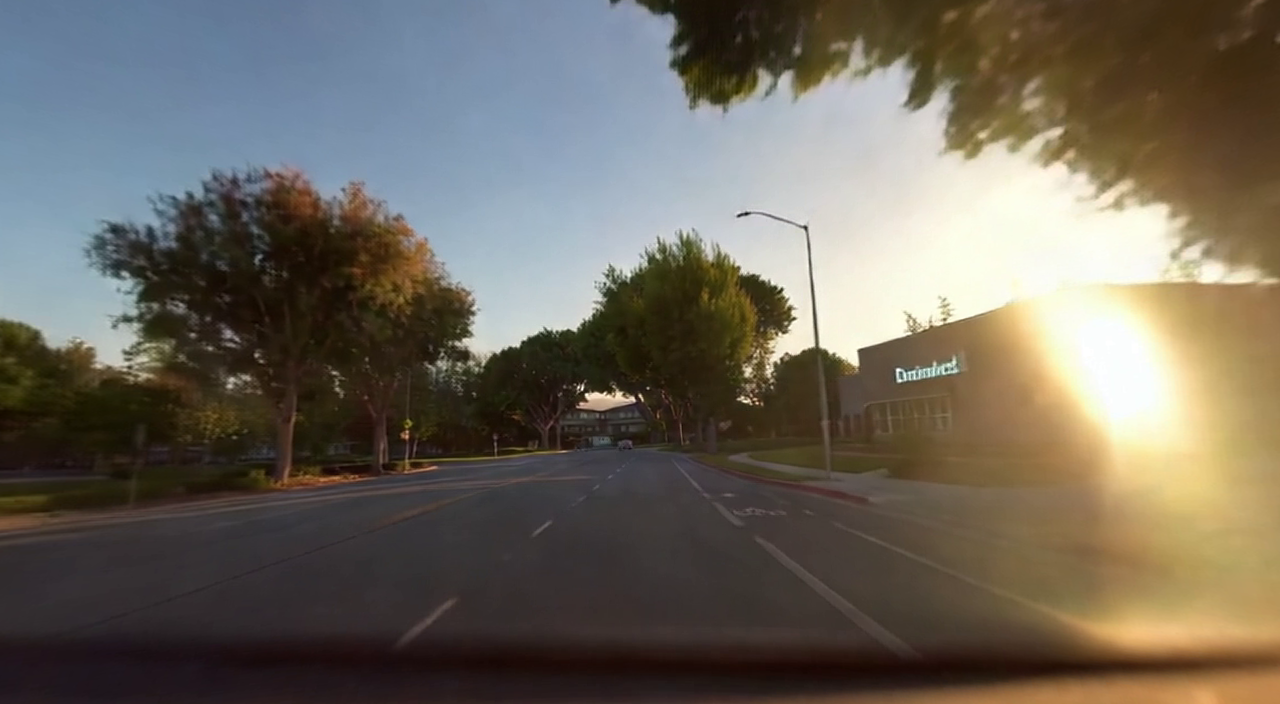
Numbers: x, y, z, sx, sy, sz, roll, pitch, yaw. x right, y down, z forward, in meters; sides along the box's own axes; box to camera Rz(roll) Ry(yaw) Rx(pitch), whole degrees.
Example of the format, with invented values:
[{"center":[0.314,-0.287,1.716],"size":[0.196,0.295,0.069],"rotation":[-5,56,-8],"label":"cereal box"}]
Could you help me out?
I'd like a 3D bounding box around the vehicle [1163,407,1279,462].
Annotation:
[{"center":[18.374,2.476,18.714],"size":[1.826,1.492,4.417],"rotation":[0,-9,-2],"label":"vehicle"}]
